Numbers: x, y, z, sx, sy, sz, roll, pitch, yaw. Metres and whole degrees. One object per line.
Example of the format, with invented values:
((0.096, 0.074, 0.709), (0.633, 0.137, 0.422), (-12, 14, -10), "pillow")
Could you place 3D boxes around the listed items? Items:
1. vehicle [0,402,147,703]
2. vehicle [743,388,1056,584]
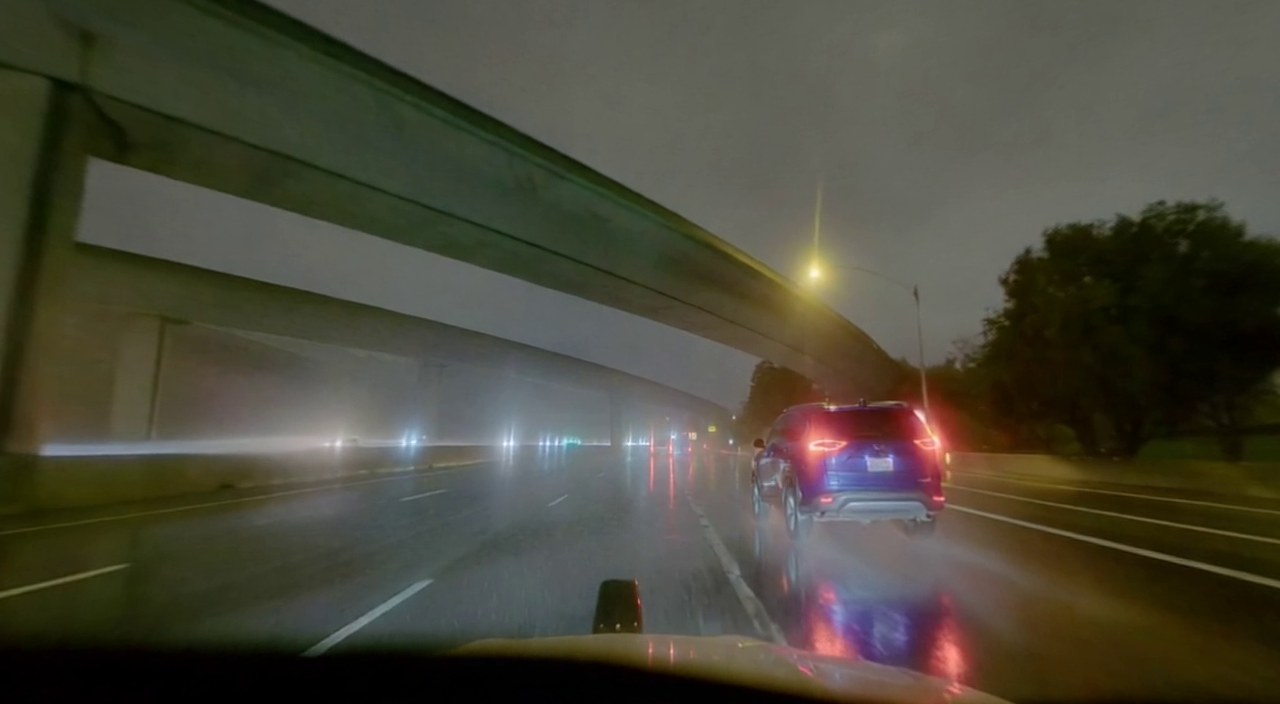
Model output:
((-3.845, 0.794, 1.516), (2.021, 1.504, 4.054), (0, -9, 0), "vehicle")
((2.975, 1.693, 8.789), (2.155, 1.918, 4.945), (0, -9, -1), "vehicle")
